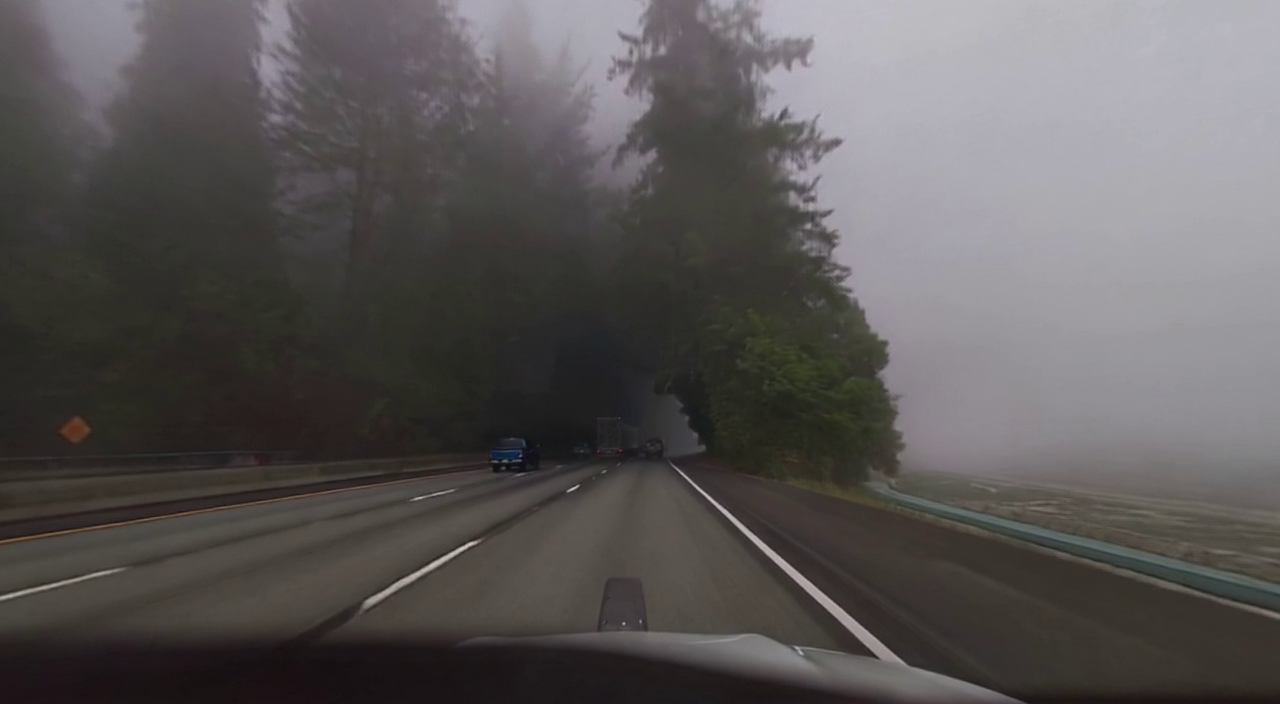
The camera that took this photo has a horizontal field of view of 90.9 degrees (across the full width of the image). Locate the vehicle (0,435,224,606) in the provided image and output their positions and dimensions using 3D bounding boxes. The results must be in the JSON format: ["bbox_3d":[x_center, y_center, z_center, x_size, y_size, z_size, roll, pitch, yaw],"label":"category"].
[{"bbox_3d":[-7.890,1.902,7.451,2.258,1.785,5.318,0,-8,1],"label":"vehicle"}]

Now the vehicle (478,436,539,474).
[{"bbox_3d":[-6.924,5.478,33.751,2.149,1.884,4.627,0,-8,1],"label":"vehicle"}]

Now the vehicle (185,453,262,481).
[{"bbox_3d":[-29.754,8.208,45.256,2.067,1.818,4.917,0,-8,1],"label":"vehicle"}]
